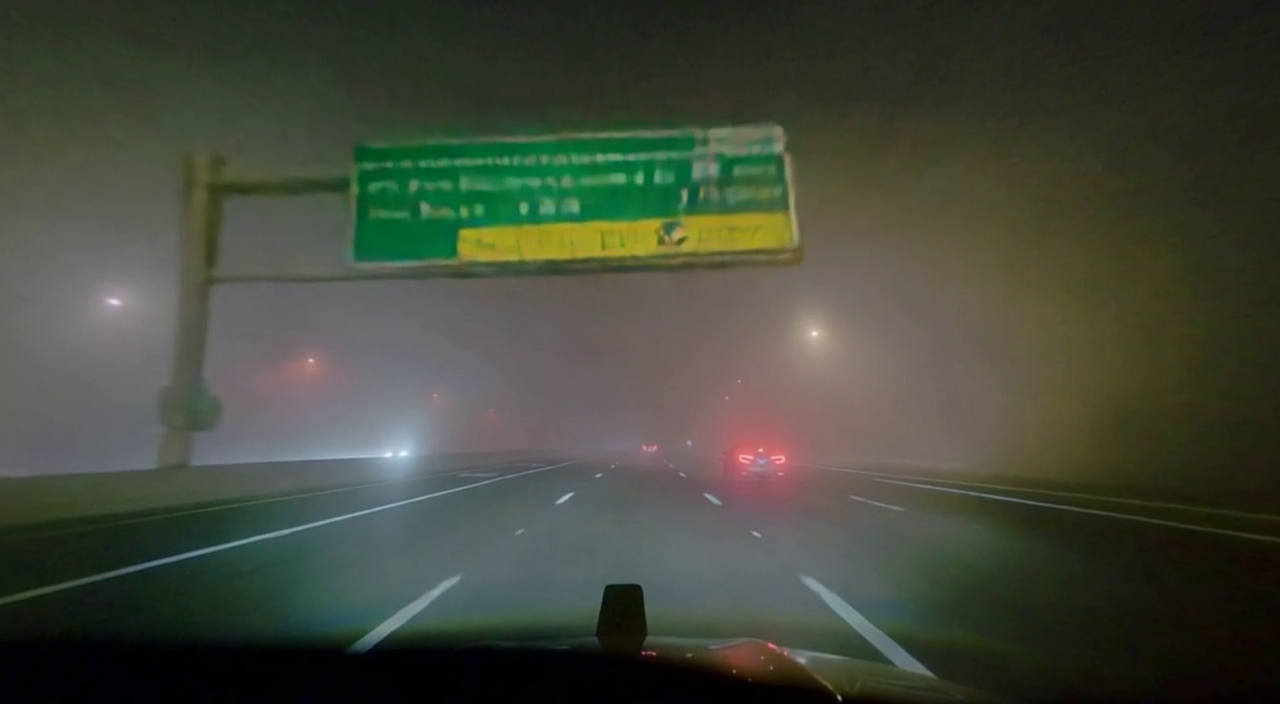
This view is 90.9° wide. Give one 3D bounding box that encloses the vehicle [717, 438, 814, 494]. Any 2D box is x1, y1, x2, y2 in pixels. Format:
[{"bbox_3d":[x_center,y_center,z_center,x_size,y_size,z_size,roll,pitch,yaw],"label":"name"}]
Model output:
[{"bbox_3d":[3.668,3.424,19.402,1.999,1.492,4.673,0,-8,0],"label":"vehicle"}]
